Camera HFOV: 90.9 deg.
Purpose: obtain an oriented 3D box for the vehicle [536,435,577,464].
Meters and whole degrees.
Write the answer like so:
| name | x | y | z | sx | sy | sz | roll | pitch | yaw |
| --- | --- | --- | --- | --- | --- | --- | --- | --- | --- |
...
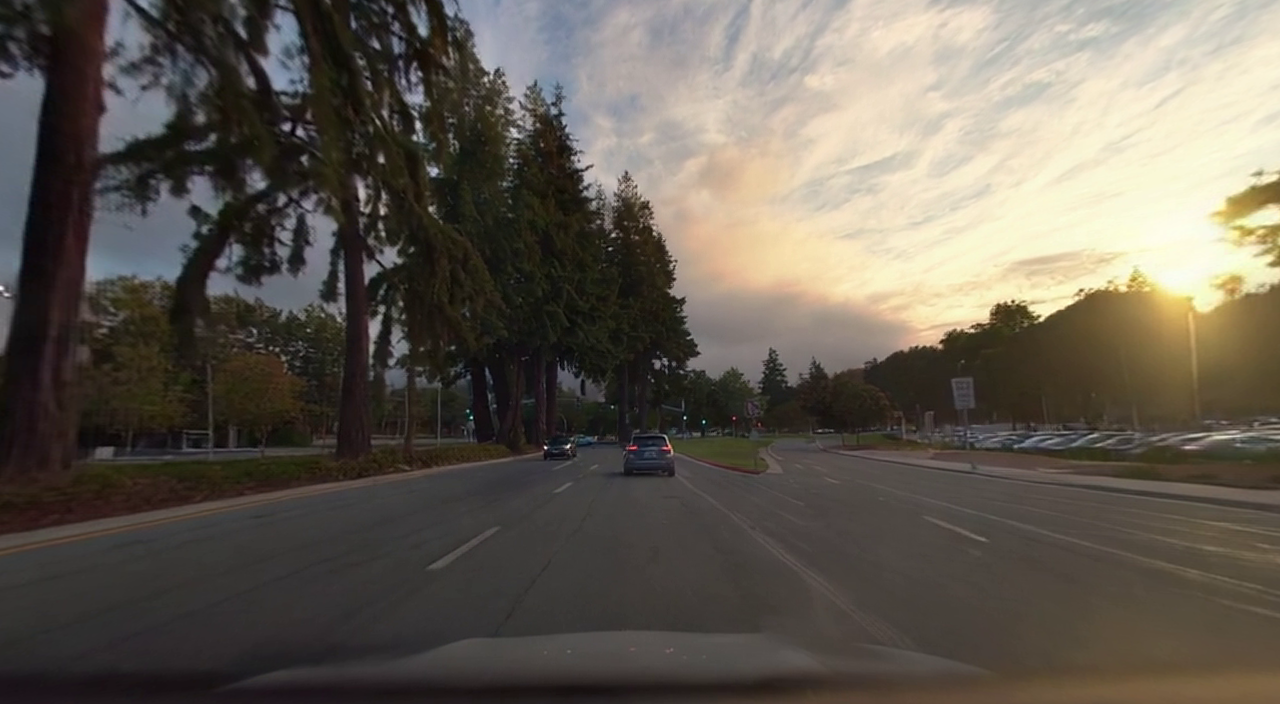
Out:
| name | x | y | z | sx | sy | sz | roll | pitch | yaw |
| --- | --- | --- | --- | --- | --- | --- | --- | --- | --- |
| vehicle | -4.775 | 5.617 | 36.438 | 1.950 | 1.563 | 3.727 | 0 | -8 | -1 |

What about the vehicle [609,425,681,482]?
| name | x | y | z | sx | sy | sz | roll | pitch | yaw |
| --- | --- | --- | --- | --- | --- | --- | --- | --- | --- |
| vehicle | 0.089 | 3.302 | 20.694 | 2.135 | 1.691 | 3.884 | 0 | -8 | -1 |
